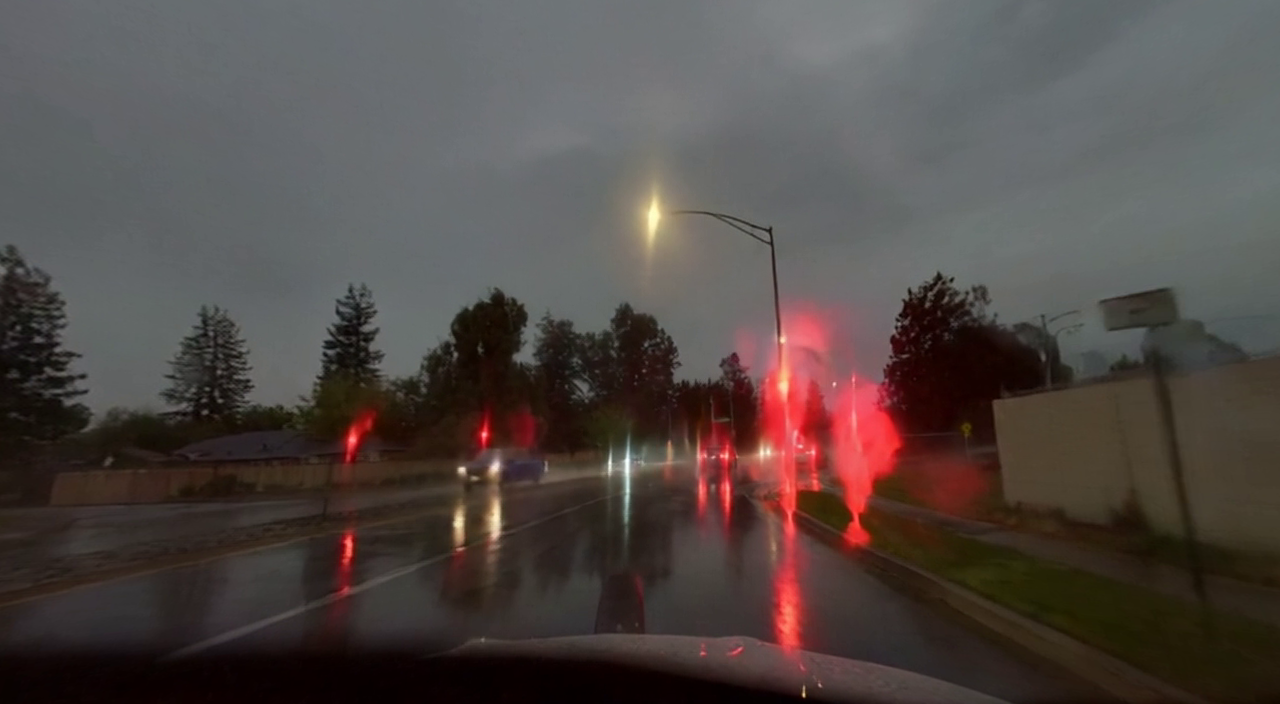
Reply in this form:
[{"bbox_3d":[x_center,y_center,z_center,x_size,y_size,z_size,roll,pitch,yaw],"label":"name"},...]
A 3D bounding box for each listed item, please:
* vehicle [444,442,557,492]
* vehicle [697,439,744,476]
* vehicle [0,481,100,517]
[{"bbox_3d":[-6.344,5.340,29.846,2.369,2.041,6.995,-2,-9,13],"label":"vehicle"},{"bbox_3d":[4.573,5.847,35.182,2.059,1.908,4.714,-2,-9,13],"label":"vehicle"},{"bbox_3d":[-32.456,7.812,33.616,4.697,1.691,2.486,1,-9,-7],"label":"vehicle"}]
